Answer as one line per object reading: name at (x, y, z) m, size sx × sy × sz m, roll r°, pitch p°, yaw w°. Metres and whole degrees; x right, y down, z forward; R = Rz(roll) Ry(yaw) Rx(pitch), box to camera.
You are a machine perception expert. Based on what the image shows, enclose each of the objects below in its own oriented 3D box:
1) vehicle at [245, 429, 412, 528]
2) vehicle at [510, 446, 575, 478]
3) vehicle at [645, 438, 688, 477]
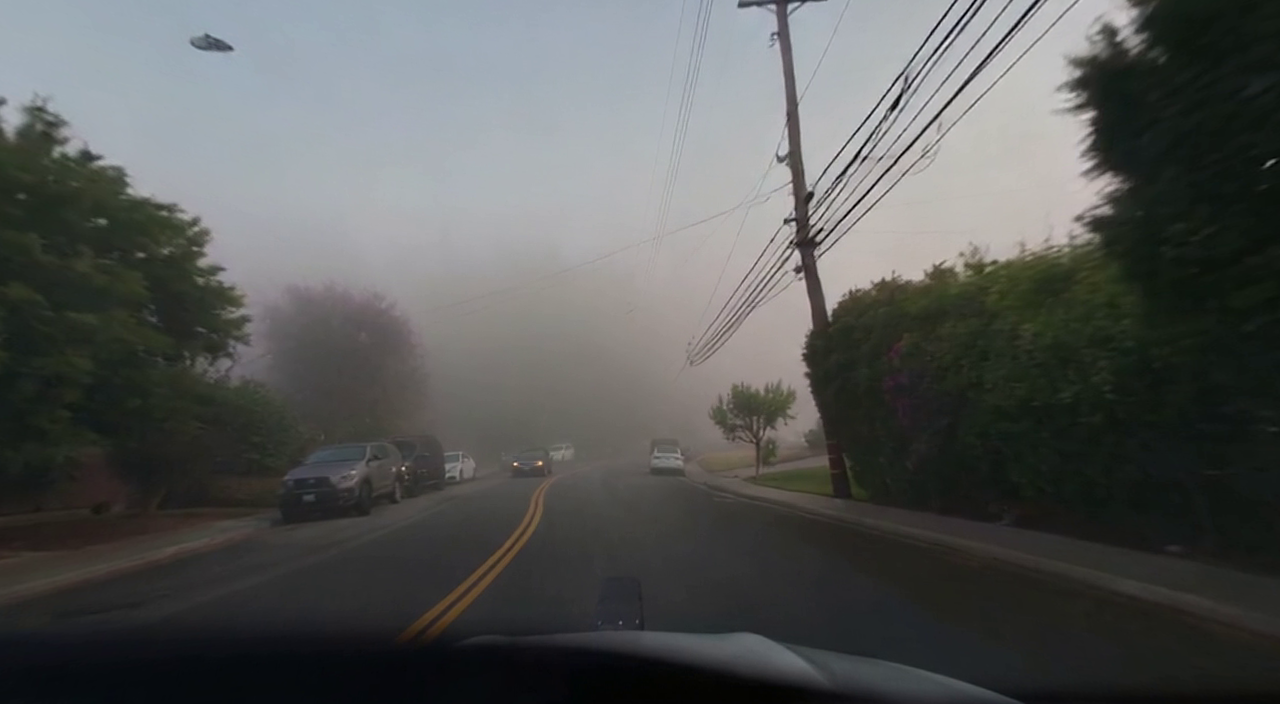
vehicle at (-7.812, 3.186, 16.653) m, size 2.312 × 2.032 × 5.585 m, roll -1°, pitch -9°, yaw -9°
vehicle at (-4.767, 5.455, 31.750) m, size 2.448 × 1.475 × 4.568 m, roll 0°, pitch -8°, yaw 1°
vehicle at (1.351, 5.374, 32.509) m, size 2.032 × 1.810 × 5.047 m, roll -1°, pitch -8°, yaw 2°
